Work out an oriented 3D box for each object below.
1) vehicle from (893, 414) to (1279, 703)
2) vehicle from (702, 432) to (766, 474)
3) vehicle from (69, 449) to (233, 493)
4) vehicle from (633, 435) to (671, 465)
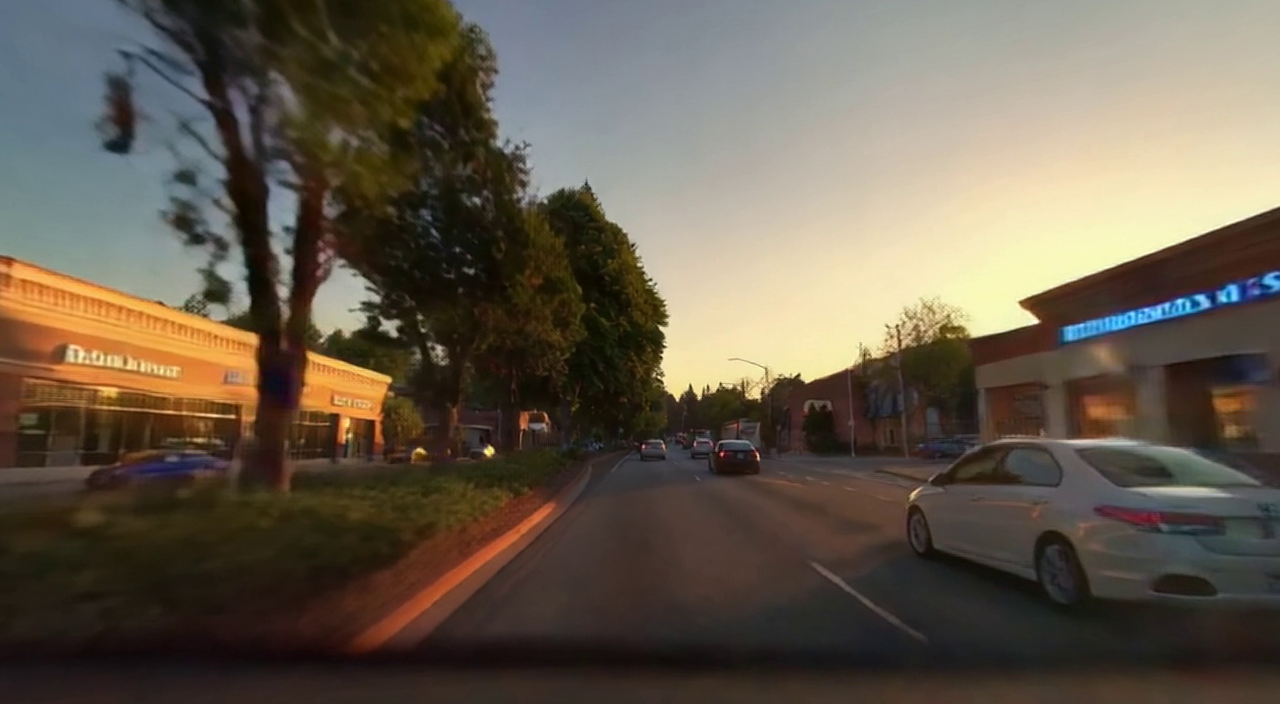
[{"bbox_3d":[4.050,1.365,5.379,1.908,1.463,4.506,0,-8,1],"label":"vehicle"},{"bbox_3d":[3.999,4.386,27.443,2.115,1.692,4.189,0,-8,0],"label":"vehicle"},{"bbox_3d":[-18.856,4.573,24.630,2.280,1.489,5.106,0,-8,1],"label":"vehicle"},{"bbox_3d":[0.683,5.767,37.191,2.098,1.682,3.778,0,-8,0],"label":"vehicle"}]
